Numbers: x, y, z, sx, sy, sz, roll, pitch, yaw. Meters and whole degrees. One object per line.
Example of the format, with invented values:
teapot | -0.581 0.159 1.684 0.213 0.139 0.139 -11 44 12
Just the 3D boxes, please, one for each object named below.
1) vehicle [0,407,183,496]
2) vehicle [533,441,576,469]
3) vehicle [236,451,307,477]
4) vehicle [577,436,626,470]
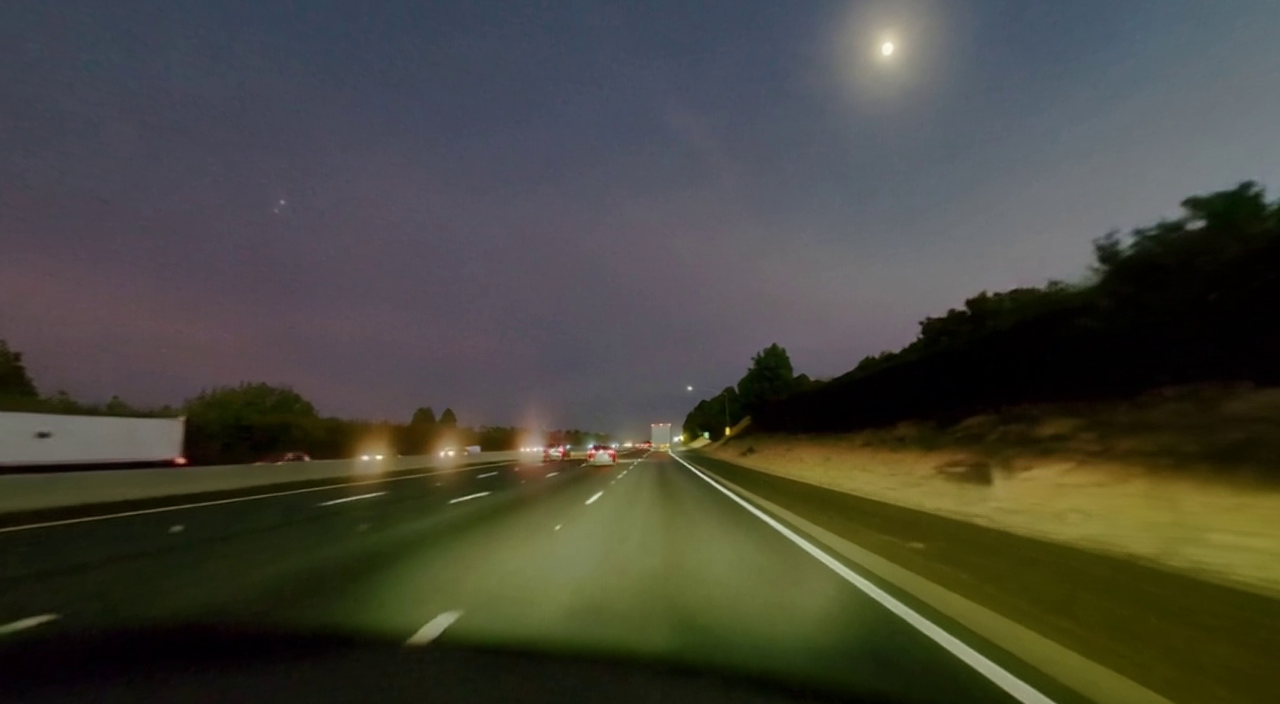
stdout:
vehicle | -35.363 5.811 36.987 3.042 4.687 18.122 0 -9 2
vehicle | -5.526 6.725 41.442 2.062 1.691 4.278 0 -9 2
vehicle | -27.285 8.277 46.915 2.181 1.785 4.823 0 -9 2
vehicle | -2.114 5.733 36.002 2.283 1.802 4.810 0 -9 2
